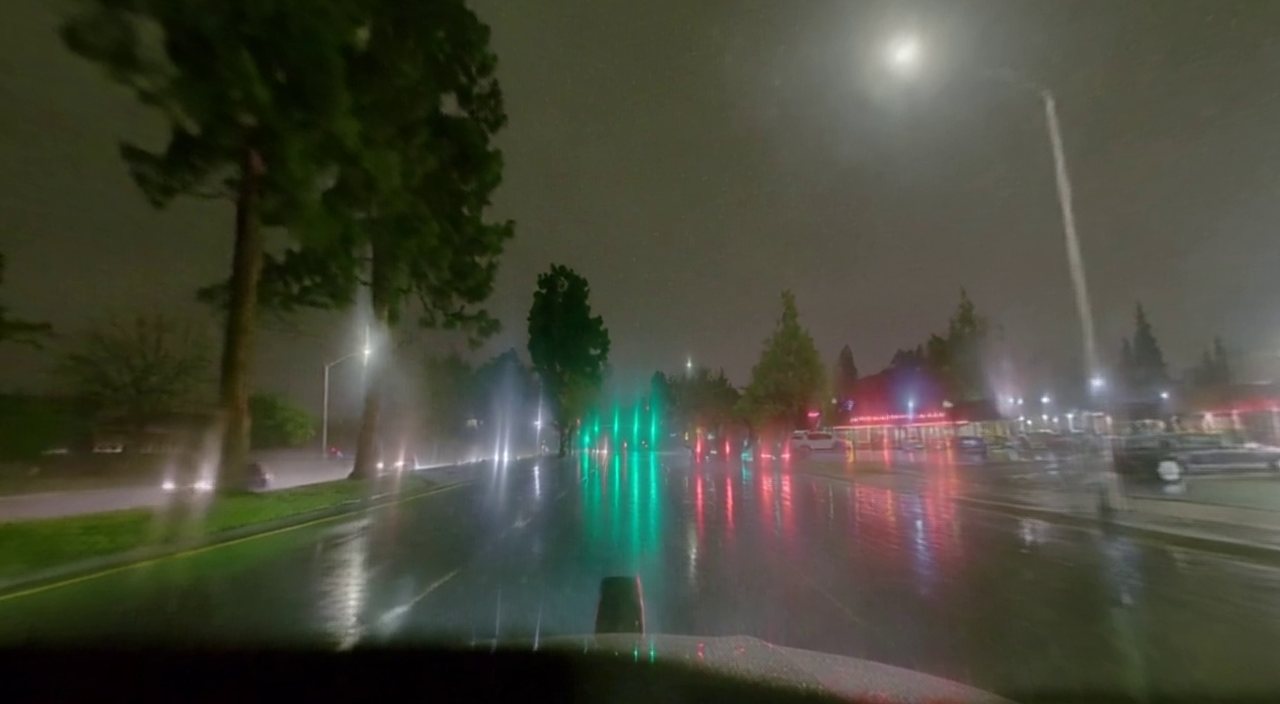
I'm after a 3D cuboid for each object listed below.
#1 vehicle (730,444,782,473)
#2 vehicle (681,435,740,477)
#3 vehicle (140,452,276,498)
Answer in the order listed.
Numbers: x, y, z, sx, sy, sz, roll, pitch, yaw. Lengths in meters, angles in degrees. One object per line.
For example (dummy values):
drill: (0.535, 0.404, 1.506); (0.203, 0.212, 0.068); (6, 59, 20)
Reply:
vehicle: (6.571, 6.050, 36.158); (1.948, 1.526, 4.641); (0, -8, -2)
vehicle: (3.113, 4.718, 28.770); (2.083, 1.743, 4.354); (0, -8, -1)
vehicle: (-15.832, 4.501, 23.413); (1.971, 1.475, 4.318); (0, -8, 0)
